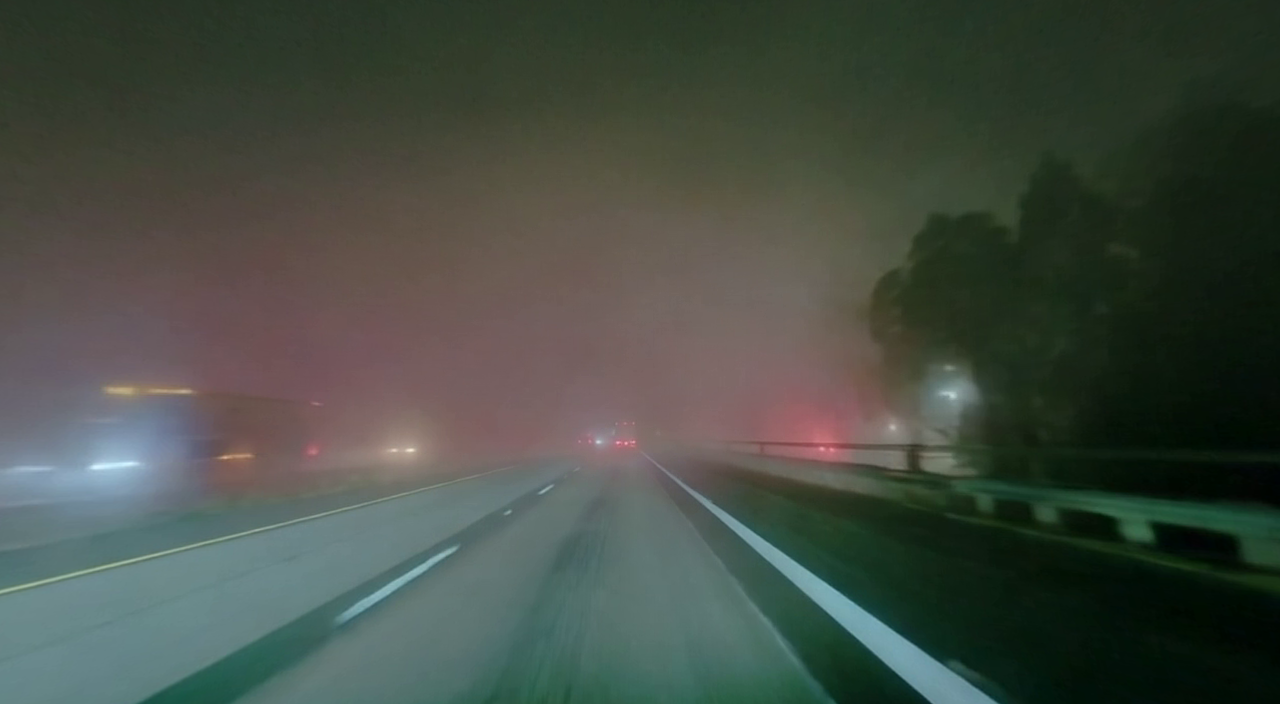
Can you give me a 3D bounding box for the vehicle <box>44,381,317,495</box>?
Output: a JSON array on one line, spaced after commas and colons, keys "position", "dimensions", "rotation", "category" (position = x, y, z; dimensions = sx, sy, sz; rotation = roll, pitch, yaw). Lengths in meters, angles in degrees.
[{"position": [-17.275, 3.437, 25.320], "dimensions": [2.988, 3.577, 10.665], "rotation": [0, -8, -1], "category": "vehicle"}]
